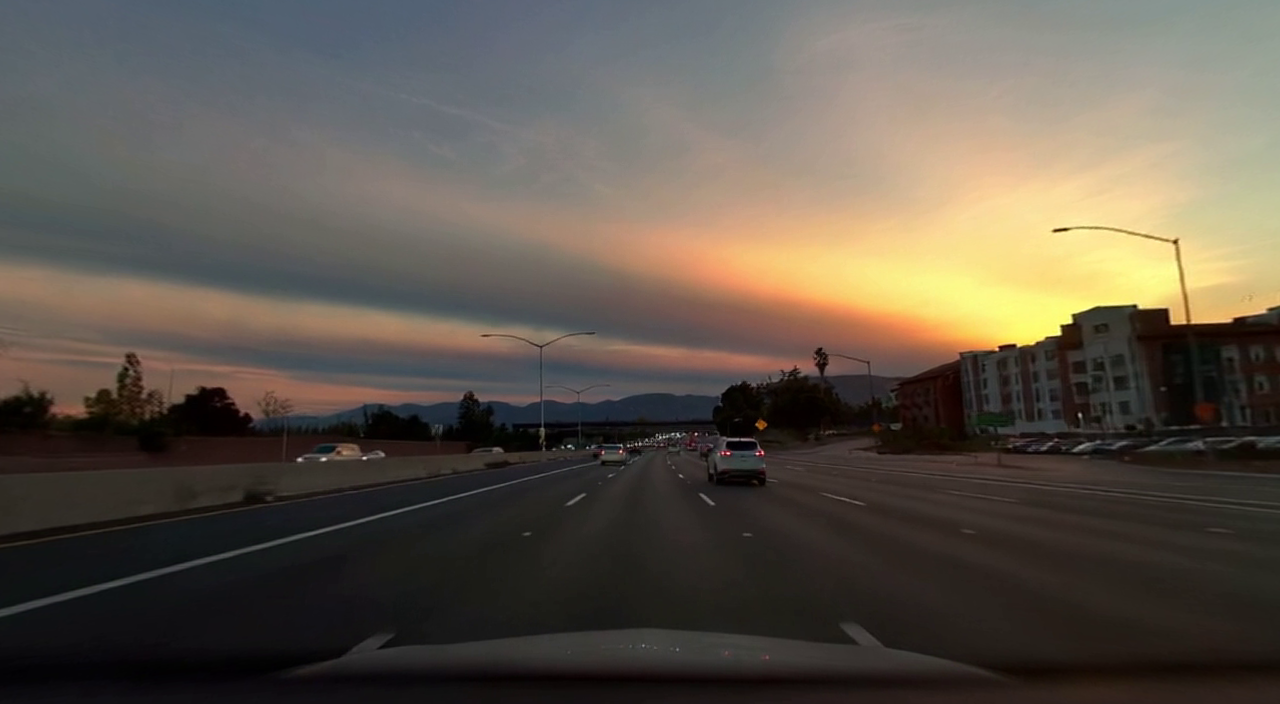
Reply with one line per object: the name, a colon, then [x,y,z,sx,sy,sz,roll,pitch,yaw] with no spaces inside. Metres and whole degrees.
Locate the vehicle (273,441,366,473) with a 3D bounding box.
vehicle: [-18.693,6.138,37.154,2.451,1.688,5.617,0,-9,1]

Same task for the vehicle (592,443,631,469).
vehicle: [-1.706,6.442,39.242,2.080,1.542,4.718,-1,-8,2]

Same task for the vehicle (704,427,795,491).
vehicle: [3.487,3.517,21.070,2.148,1.852,4.835,0,-8,0]

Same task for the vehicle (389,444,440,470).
vehicle: [-12.365,5.752,34.715,1.444,1.317,3.299,-1,-8,2]
